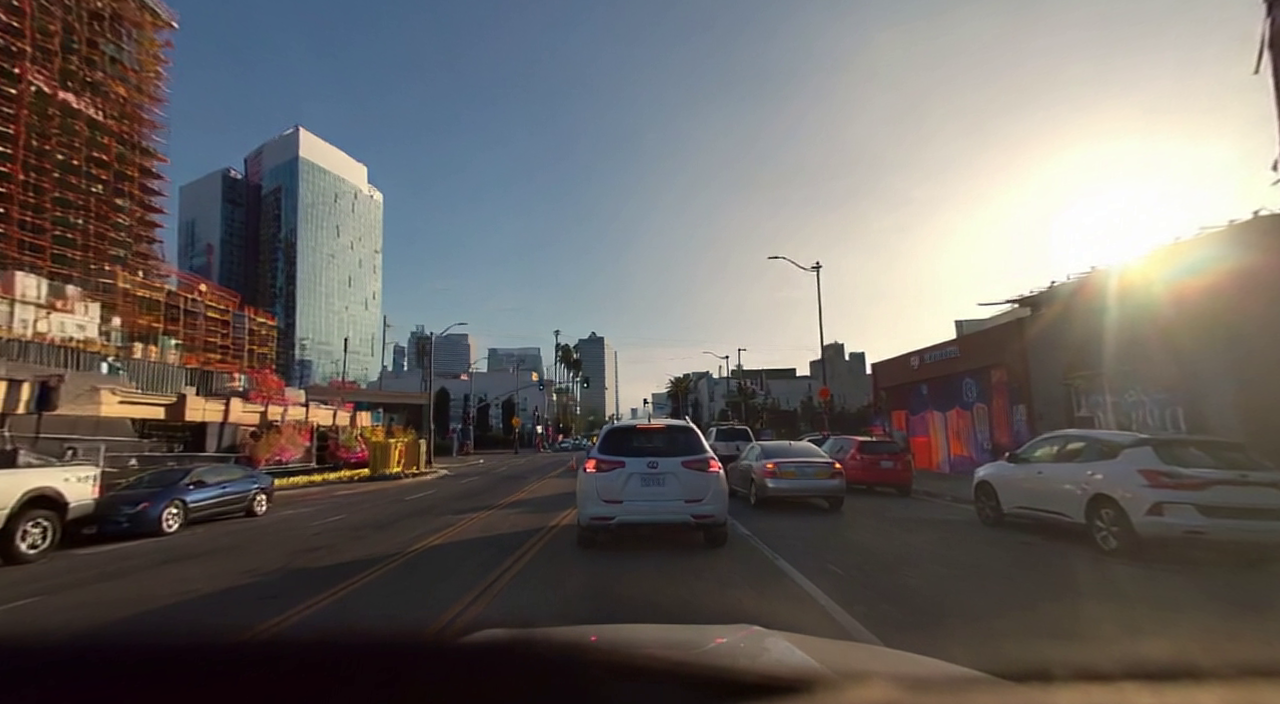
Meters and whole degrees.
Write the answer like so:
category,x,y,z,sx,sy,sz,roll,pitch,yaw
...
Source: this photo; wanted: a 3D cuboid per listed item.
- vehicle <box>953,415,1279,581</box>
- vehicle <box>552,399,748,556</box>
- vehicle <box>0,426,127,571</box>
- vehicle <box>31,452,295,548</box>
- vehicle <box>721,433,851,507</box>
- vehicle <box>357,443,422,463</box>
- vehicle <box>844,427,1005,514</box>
category,x,y,z,sx,sy,sz,roll,pitch,yaw
vehicle,6.259,1.763,8.596,1.819,1.672,4.139,0,-7,-1
vehicle,0.107,1.772,9.543,2.264,1.798,4.258,0,-8,0
vehicle,-9.921,1.941,7.683,2.294,1.948,6.025,-6,-10,1
vehicle,-9.717,2.994,13.514,2.054,1.467,4.595,-3,-7,1
vehicle,3.228,2.698,14.871,1.999,1.487,3.939,0,-8,-2
vehicle,-19.150,7.696,48.415,1.759,1.457,4.297,-7,-11,37
vehicle,6.476,2.729,15.024,1.930,1.736,4.329,-1,-8,2
